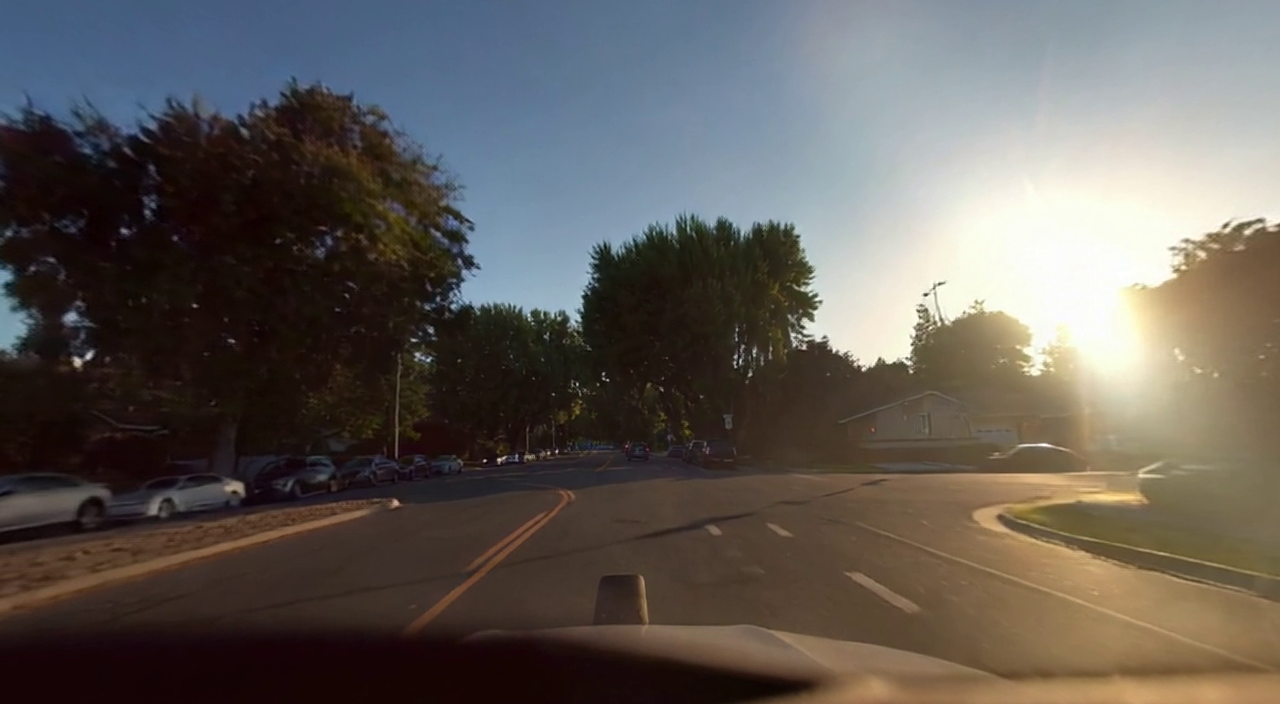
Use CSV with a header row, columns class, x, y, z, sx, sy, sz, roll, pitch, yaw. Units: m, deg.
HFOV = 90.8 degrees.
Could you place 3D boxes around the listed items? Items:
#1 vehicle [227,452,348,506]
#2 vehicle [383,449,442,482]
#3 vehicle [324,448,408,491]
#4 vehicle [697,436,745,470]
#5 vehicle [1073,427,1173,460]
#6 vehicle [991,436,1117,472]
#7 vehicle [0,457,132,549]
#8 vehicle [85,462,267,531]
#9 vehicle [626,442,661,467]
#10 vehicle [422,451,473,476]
class,x,y,z,sx,sy,sz,roll,pitch,yaw
vehicle,-12.749,4.563,23.240,1.938,1.738,4.516,0,-9,-2
vehicle,-12.778,6.357,35.762,1.917,1.739,4.461,0,-9,-3
vehicle,-12.682,5.416,29.678,1.904,1.805,5.100,0,-9,-3
vehicle,5.055,6.340,40.096,2.195,2.000,4.789,1,-8,-3
vehicle,26.271,5.004,34.582,1.873,1.686,4.429,0,-9,0
vehicle,18.469,4.569,28.336,4.240,1.560,1.929,0,-9,2
vehicle,-12.289,2.853,11.637,1.905,1.503,5.015,-4,-8,-2
vehicle,-12.534,3.888,17.488,1.810,1.399,4.285,-4,-9,0
vehicle,0.165,6.337,39.303,2.022,1.471,3.973,0,-9,-1
vehicle,-12.623,7.348,41.770,1.835,1.488,4.696,0,-9,1
